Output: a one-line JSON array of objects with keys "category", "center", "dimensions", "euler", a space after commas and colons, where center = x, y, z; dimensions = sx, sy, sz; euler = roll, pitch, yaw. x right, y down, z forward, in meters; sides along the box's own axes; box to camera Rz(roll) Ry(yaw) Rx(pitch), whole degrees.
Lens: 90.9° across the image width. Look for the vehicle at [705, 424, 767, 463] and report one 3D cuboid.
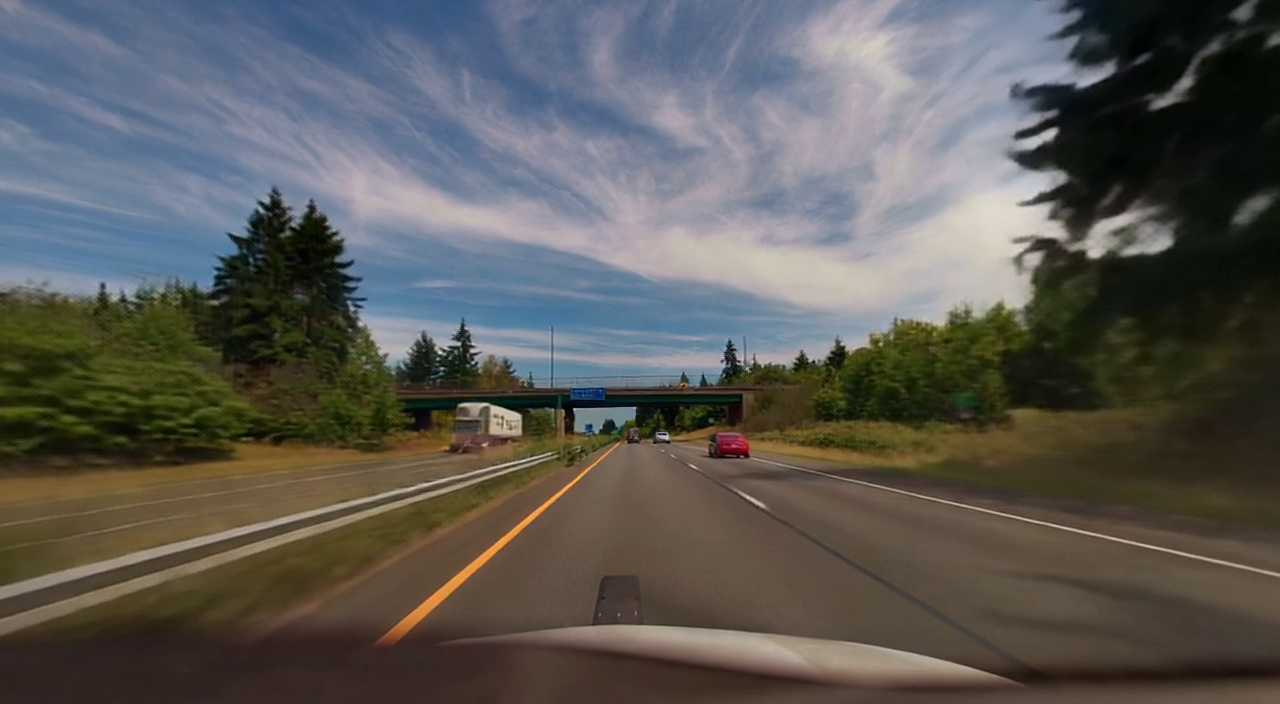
[{"category": "vehicle", "center": [4.320, 4.208, 29.088], "dimensions": [2.073, 1.651, 4.065], "euler": [0, -8, -2]}]
